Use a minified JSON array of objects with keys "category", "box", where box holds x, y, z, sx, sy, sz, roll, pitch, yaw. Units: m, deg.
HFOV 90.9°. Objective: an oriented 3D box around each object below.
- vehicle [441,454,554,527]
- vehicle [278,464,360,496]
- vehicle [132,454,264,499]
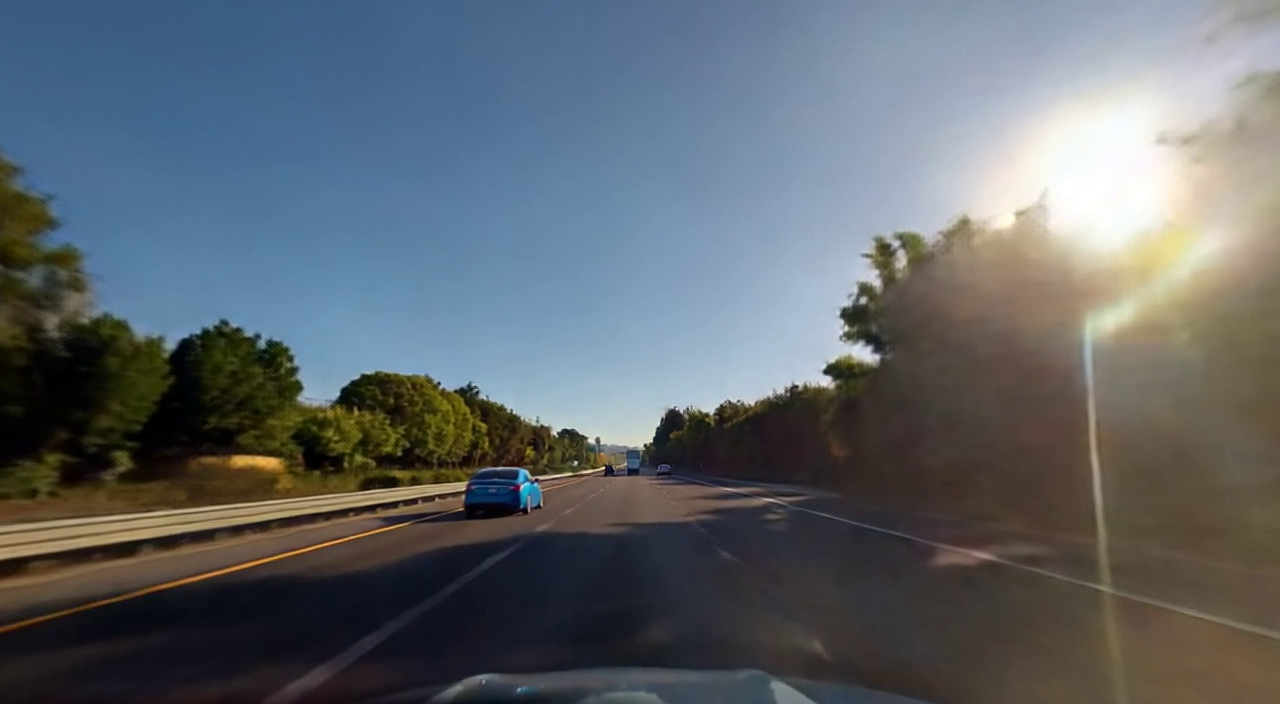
[{"category":"vehicle","box":[-3.386,3.393,15.794,1.797,1.532,4.072,1,-10,1]},{"category":"vehicle","box":[-15.579,6.218,30.834,1.829,1.429,4.079,1,-10,-1]},{"category":"vehicle","box":[-19.659,5.559,28.392,2.064,1.805,5.152,0,-10,1]}]
